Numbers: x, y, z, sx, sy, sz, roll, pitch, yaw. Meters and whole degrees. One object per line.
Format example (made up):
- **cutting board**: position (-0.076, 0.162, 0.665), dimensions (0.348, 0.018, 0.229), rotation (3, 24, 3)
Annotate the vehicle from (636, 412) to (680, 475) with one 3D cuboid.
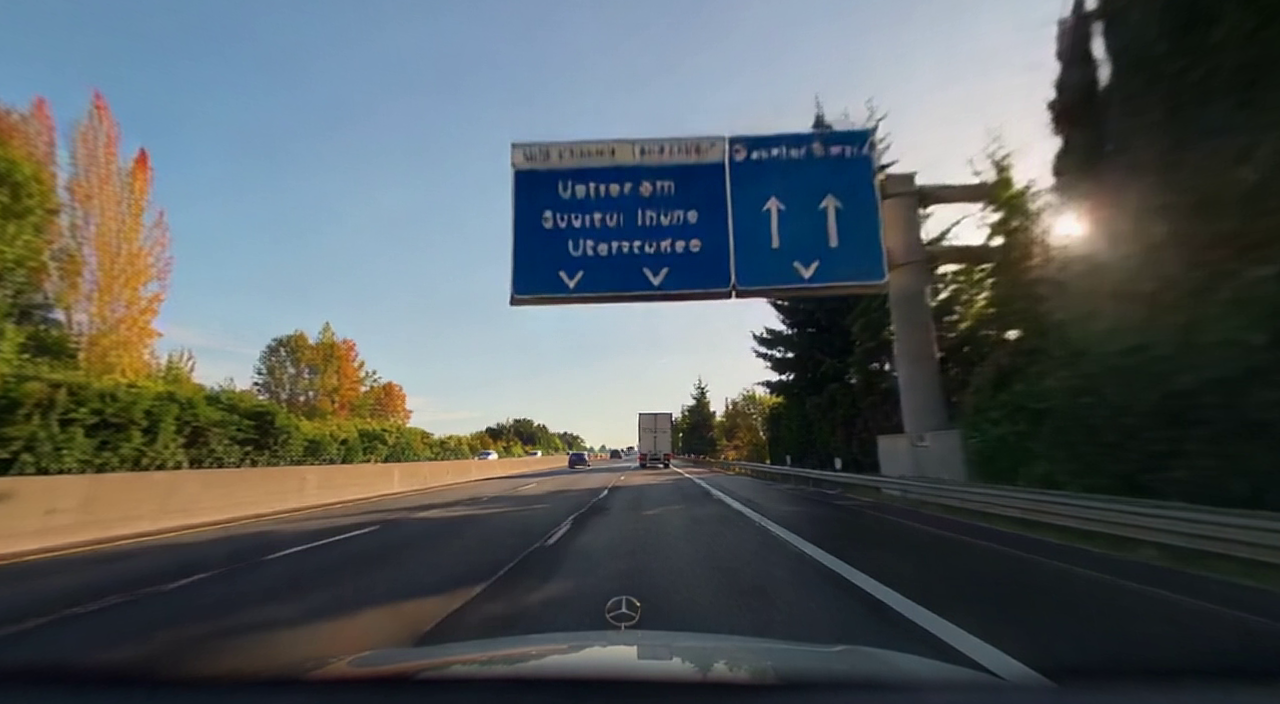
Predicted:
- **vehicle**: position (1.206, 7.138, 48.308), dimensions (2.901, 4.032, 14.338), rotation (0, -9, 0)
